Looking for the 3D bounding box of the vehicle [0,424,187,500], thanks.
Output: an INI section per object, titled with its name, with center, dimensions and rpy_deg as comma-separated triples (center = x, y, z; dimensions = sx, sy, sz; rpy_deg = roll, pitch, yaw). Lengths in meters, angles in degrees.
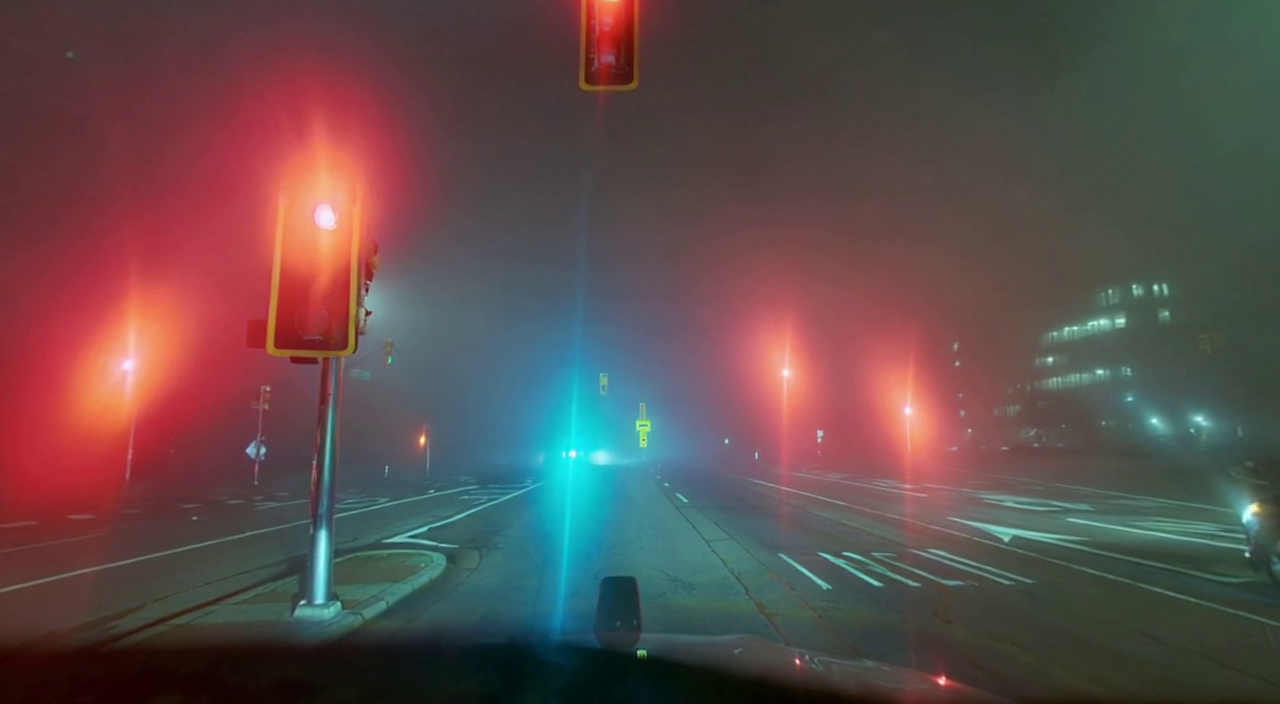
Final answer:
[vehicle]
center = -24.627, 4.822, 27.586
dimensions = 7.088, 3.096, 2.678
rpy_deg = 0, -9, -2
